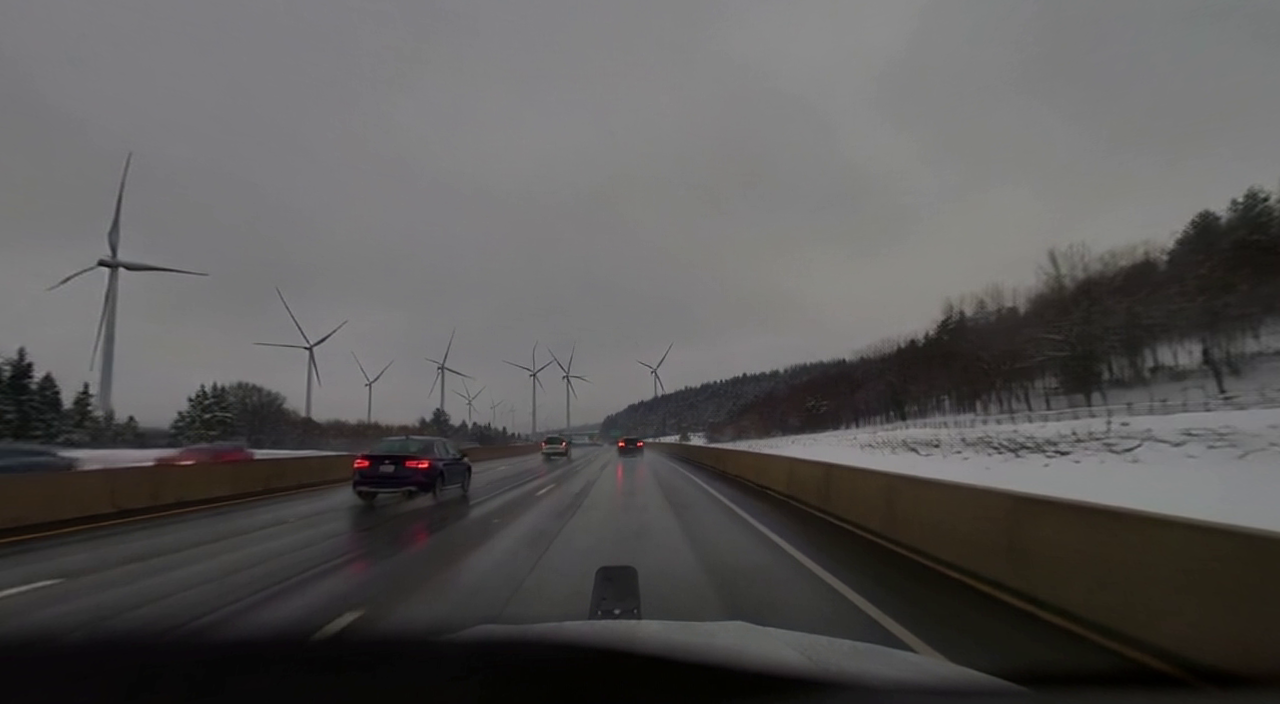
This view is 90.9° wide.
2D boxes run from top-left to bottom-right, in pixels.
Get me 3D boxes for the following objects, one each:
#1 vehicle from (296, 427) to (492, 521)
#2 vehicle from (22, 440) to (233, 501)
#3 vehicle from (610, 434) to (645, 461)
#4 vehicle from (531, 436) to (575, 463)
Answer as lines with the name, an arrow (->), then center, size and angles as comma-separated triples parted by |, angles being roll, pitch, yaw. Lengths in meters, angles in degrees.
vehicle -> -4.427, 2.247, 12.301 | 1.998, 1.468, 4.635 | 0, -8, 0
vehicle -> -14.176, 3.264, 17.920 | 2.128, 1.457, 4.646 | 0, -8, -1
vehicle -> -0.760, 5.719, 38.031 | 2.027, 1.550, 3.607 | 0, -8, -1
vehicle -> -4.956, 5.592, 36.417 | 2.059, 1.436, 3.802 | 0, -8, -1
